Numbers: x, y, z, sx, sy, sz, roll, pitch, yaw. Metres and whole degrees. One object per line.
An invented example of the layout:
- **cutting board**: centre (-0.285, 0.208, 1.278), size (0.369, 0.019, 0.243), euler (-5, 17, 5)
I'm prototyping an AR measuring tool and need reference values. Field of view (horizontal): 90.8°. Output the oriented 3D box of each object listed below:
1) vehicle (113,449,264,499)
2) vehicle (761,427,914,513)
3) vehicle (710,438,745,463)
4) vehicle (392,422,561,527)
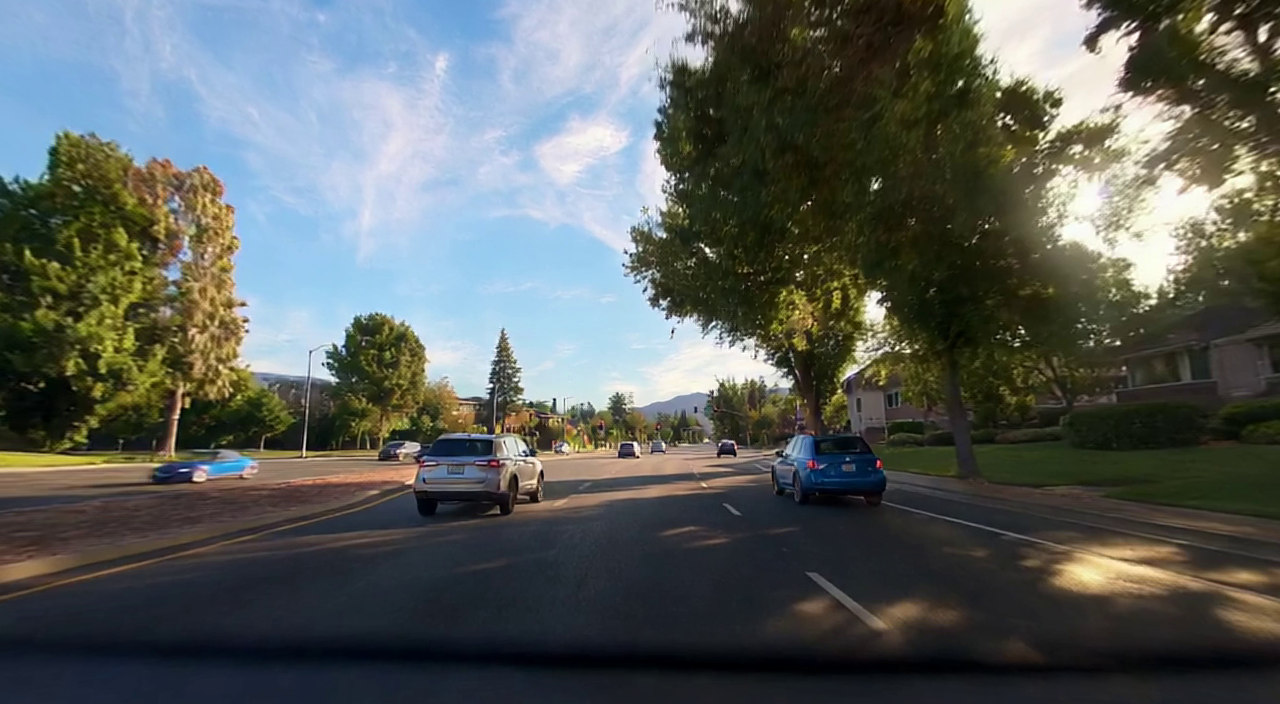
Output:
- **vehicle**: centre (-14.931, 4.015, 21.239), size (1.767, 1.433, 4.352), euler (0, -8, 1)
- **vehicle**: centre (4.281, 2.627, 14.577), size (2.132, 1.659, 4.387), euler (0, -8, 1)
- **vehicle**: centre (6.153, 6.943, 44.701), size (2.169, 1.669, 4.037), euler (-1, -8, 4)
- **vehicle**: centre (-2.953, 2.339, 12.642), size (2.045, 1.688, 4.632), euler (0, -8, 1)
